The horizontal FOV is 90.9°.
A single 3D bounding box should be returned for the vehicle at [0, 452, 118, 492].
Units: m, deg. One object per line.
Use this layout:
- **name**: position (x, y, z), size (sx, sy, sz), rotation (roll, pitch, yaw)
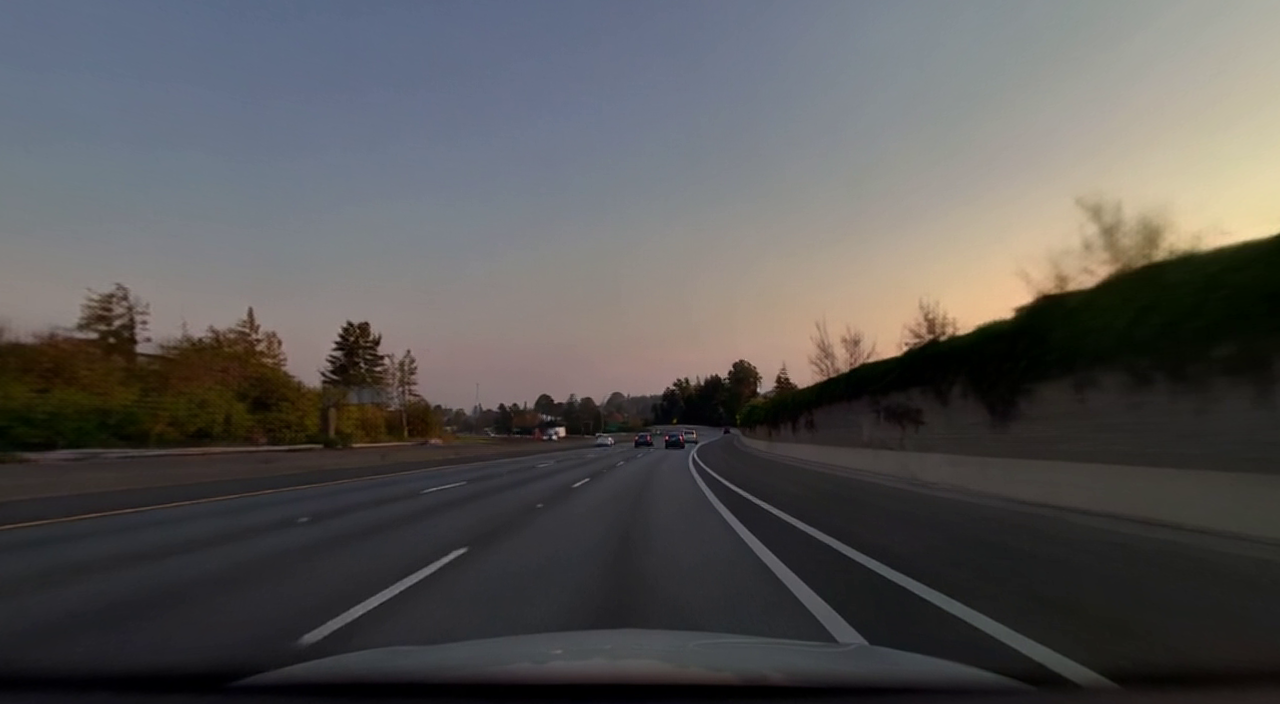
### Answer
- **vehicle**: position (-24.650, 4.984, 26.411), size (1.762, 1.532, 4.226), rotation (-1, -10, 4)
